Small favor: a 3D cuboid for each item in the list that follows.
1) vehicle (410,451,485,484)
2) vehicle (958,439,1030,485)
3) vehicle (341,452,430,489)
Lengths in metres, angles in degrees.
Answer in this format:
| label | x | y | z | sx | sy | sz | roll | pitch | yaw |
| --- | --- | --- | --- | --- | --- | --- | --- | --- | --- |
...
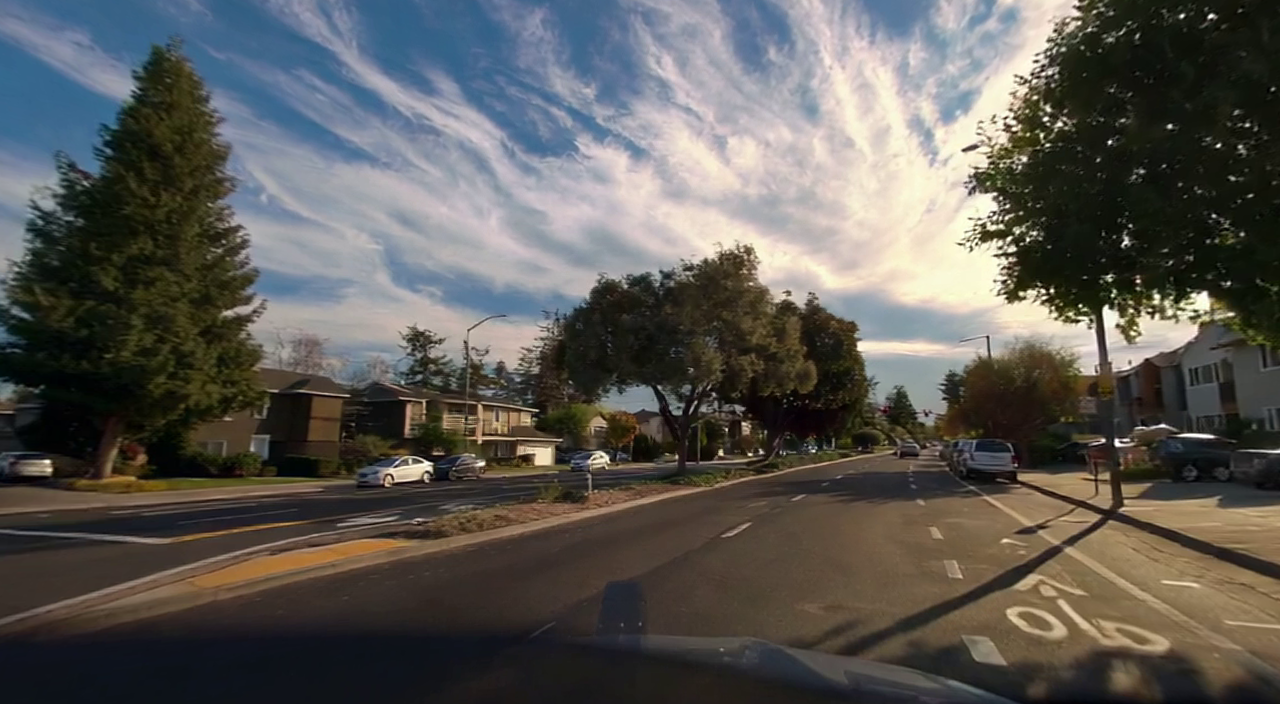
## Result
| label | x | y | z | sx | sy | sz | roll | pitch | yaw |
| --- | --- | --- | --- | --- | --- | --- | --- | --- | --- |
| vehicle | -11.344 | 6.785 | 37.390 | 1.886 | 1.777 | 4.273 | -4 | -9 | 23 |
| vehicle | 13.959 | 4.323 | 25.098 | 2.011 | 1.649 | 4.001 | -4 | -9 | 23 |
| vehicle | -13.125 | 6.115 | 32.844 | 1.809 | 1.677 | 4.253 | -3 | -9 | 21 |
